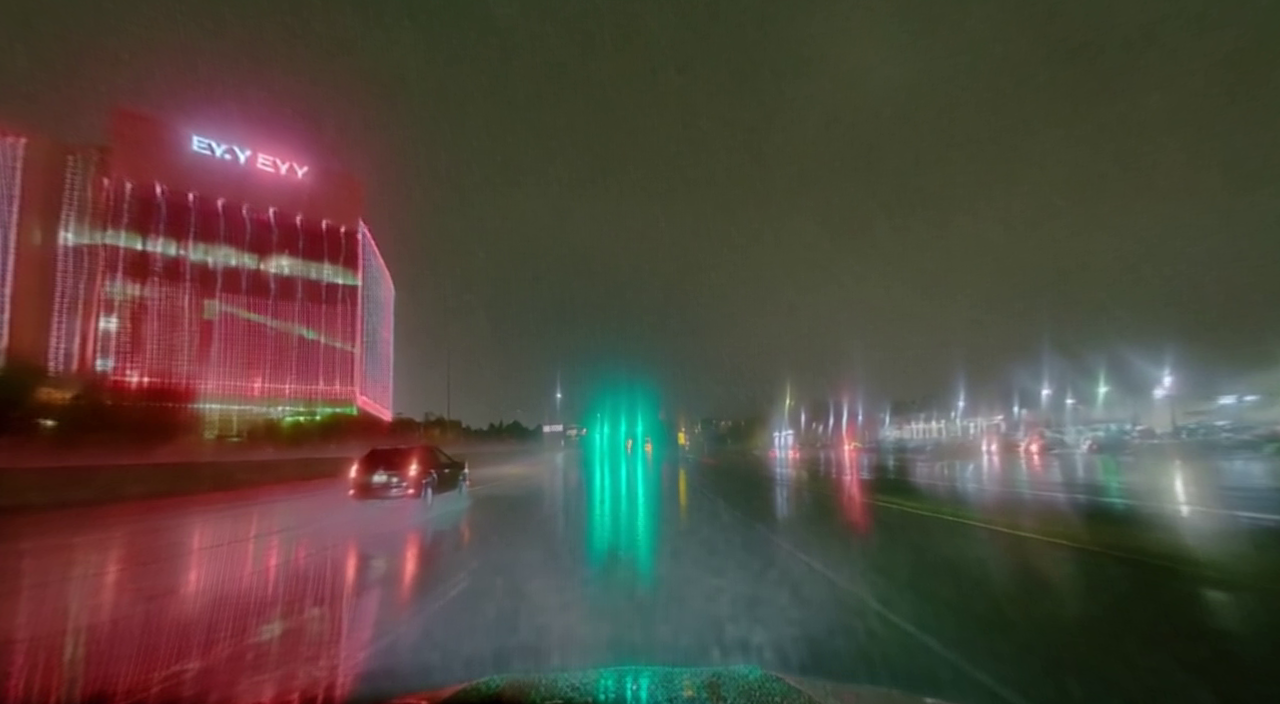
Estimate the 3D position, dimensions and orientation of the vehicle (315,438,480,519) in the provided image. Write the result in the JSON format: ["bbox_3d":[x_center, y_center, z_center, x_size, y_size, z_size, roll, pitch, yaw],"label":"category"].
[{"bbox_3d":[-5.130,2.713,14.066,1.943,1.510,4.201,0,-9,1],"label":"vehicle"}]
